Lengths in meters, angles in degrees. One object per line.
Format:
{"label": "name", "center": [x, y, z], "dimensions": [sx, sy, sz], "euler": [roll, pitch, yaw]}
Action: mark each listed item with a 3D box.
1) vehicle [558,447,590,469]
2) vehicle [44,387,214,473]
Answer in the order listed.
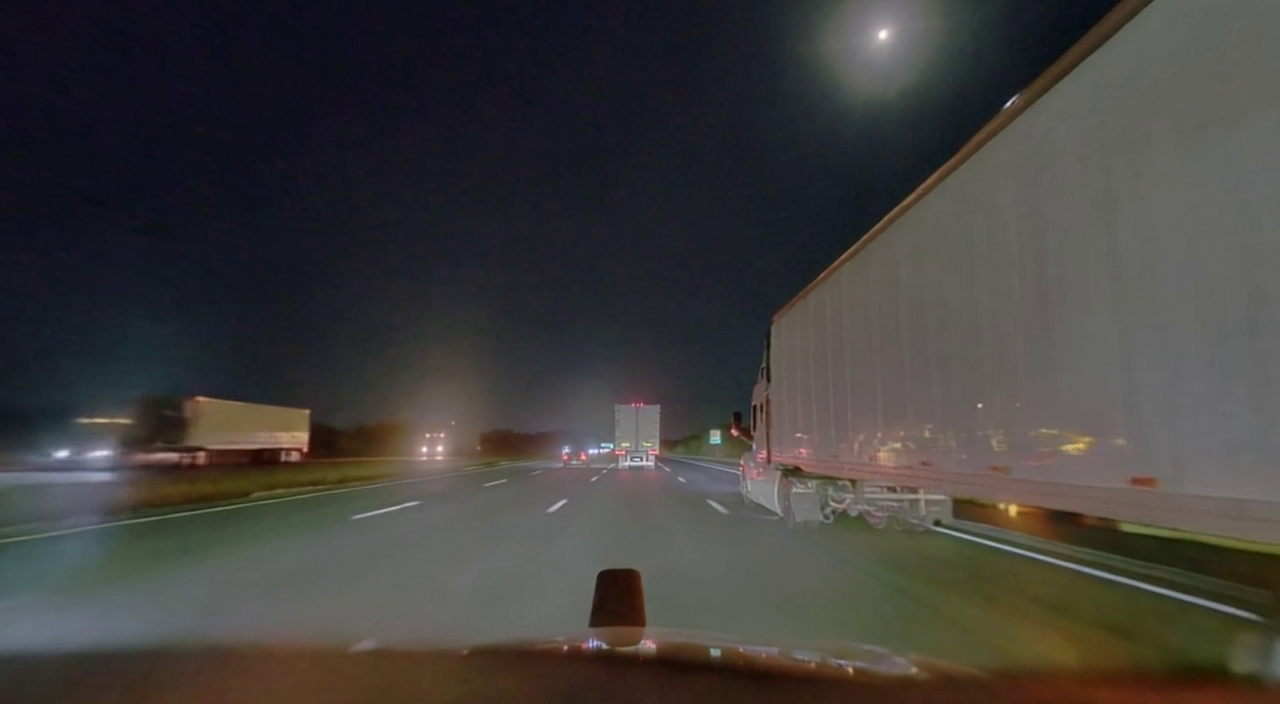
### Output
{"label": "vehicle", "center": [-4.716, 7.625, 45.641], "dimensions": [1.892, 1.471, 5.047], "euler": [0, -9, -1]}
{"label": "vehicle", "center": [-23.452, 3.731, 29.486], "dimensions": [2.901, 3.590, 5.880], "euler": [0, -9, -1]}
